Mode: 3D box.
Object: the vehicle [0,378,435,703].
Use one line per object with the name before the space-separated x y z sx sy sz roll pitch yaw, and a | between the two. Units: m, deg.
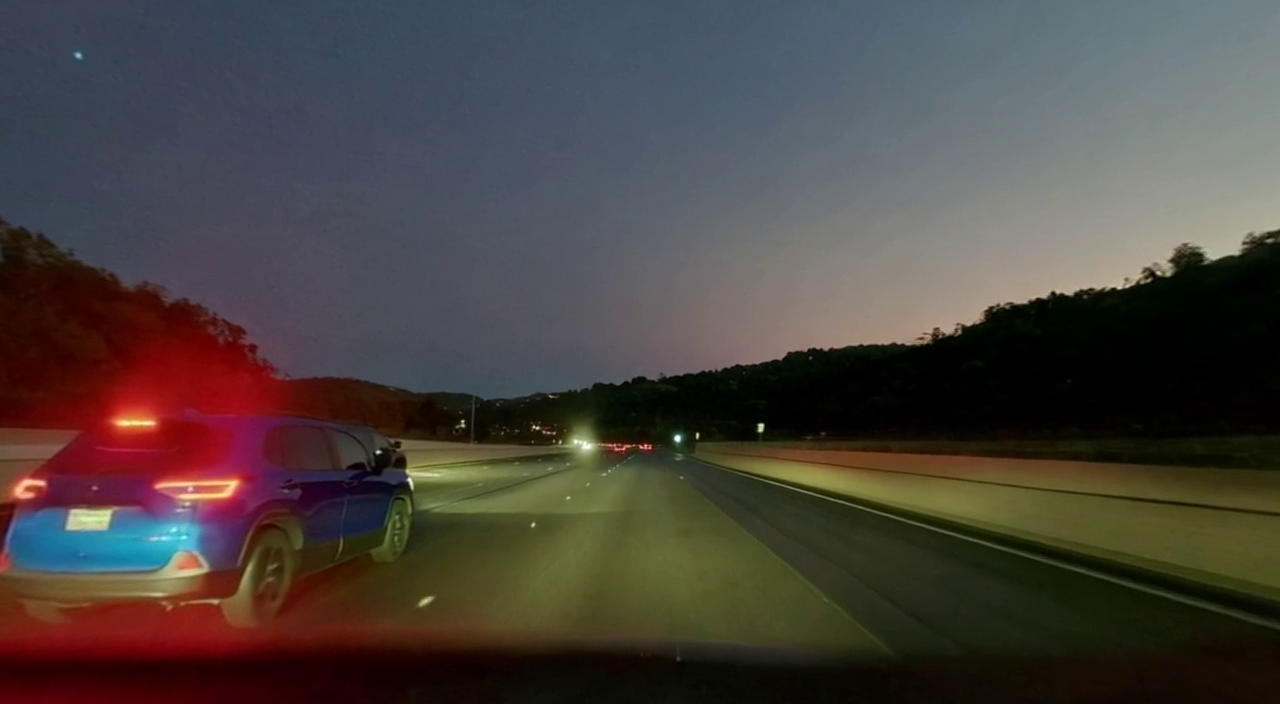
vehicle | -3.469 1.279 5.308 1.983 1.663 4.290 0 -9 0
